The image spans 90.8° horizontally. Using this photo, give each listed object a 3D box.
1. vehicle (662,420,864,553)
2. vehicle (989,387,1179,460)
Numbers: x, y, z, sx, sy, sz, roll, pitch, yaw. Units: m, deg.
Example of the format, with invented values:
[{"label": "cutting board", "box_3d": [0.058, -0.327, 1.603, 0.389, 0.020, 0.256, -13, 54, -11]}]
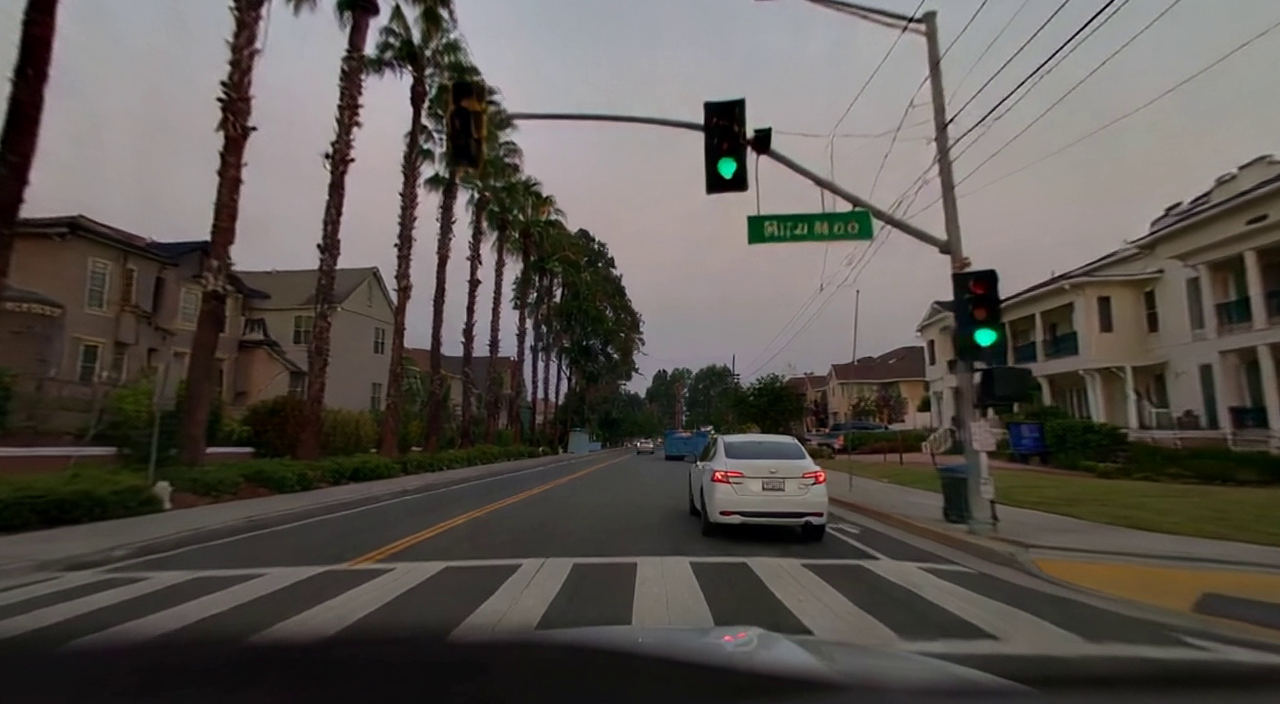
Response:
[{"label": "vehicle", "box_3d": [1.537, 1.938, 9.806, 2.096, 1.552, 4.519, 1, -9, -2]}, {"label": "vehicle", "box_3d": [17.677, 2.881, 25.416, 5.880, 2.540, 2.003, -3, -6, 2]}]
